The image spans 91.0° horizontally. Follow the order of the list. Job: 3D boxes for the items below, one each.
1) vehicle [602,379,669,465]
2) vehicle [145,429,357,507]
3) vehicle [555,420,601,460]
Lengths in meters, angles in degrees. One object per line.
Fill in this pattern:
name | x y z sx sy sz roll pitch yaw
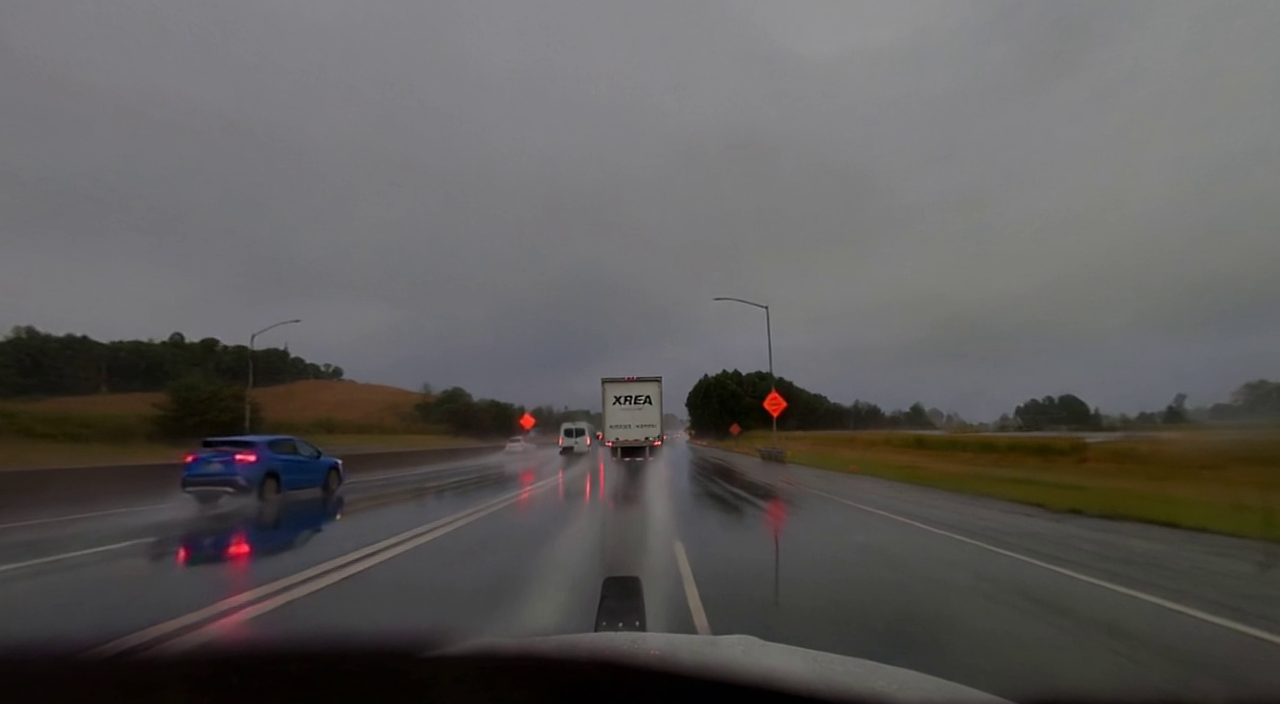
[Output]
vehicle | -0.193 4.178 34.817 3.183 4.011 9.617 -1 -10 0
vehicle | -8.683 2.622 14.691 1.915 1.506 4.594 0 -8 2
vehicle | -4.337 6.312 45.076 2.469 2.615 5.874 0 -8 2
